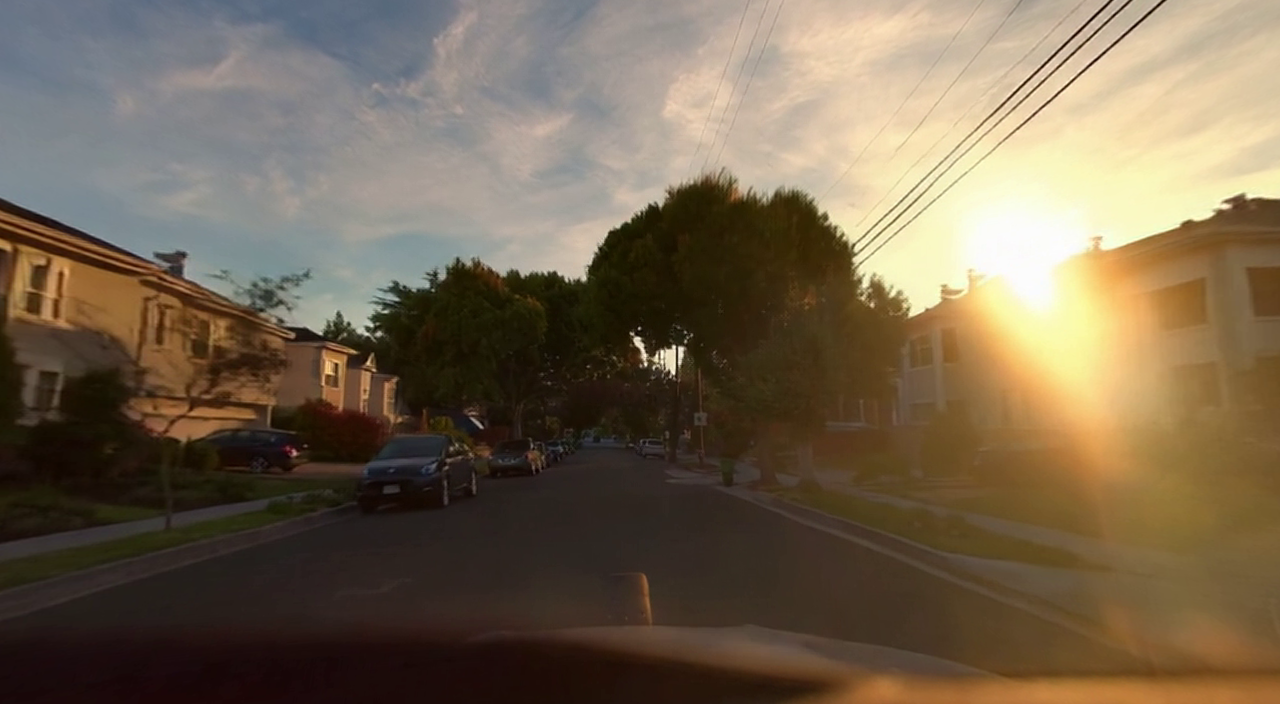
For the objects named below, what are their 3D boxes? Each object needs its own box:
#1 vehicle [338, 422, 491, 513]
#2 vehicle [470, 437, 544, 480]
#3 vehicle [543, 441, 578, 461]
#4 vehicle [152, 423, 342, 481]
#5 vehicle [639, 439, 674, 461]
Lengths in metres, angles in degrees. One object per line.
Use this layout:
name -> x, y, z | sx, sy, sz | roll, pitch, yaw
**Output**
vehicle -> -4.756, 2.524, 14.107 | 1.974, 1.664, 4.539 | 0, -9, -3
vehicle -> -5.122, 4.147, 24.909 | 2.086, 1.493, 4.582 | -1, -8, -2
vehicle -> -5.779, 7.227, 46.190 | 1.995, 1.330, 4.080 | 0, -8, 0
vehicle -> -11.865, 3.034, 19.300 | 4.414, 1.658, 1.988 | 1, -8, -3
vehicle -> 1.136, 7.187, 46.358 | 2.000, 1.456, 5.251 | 1, -8, -5
